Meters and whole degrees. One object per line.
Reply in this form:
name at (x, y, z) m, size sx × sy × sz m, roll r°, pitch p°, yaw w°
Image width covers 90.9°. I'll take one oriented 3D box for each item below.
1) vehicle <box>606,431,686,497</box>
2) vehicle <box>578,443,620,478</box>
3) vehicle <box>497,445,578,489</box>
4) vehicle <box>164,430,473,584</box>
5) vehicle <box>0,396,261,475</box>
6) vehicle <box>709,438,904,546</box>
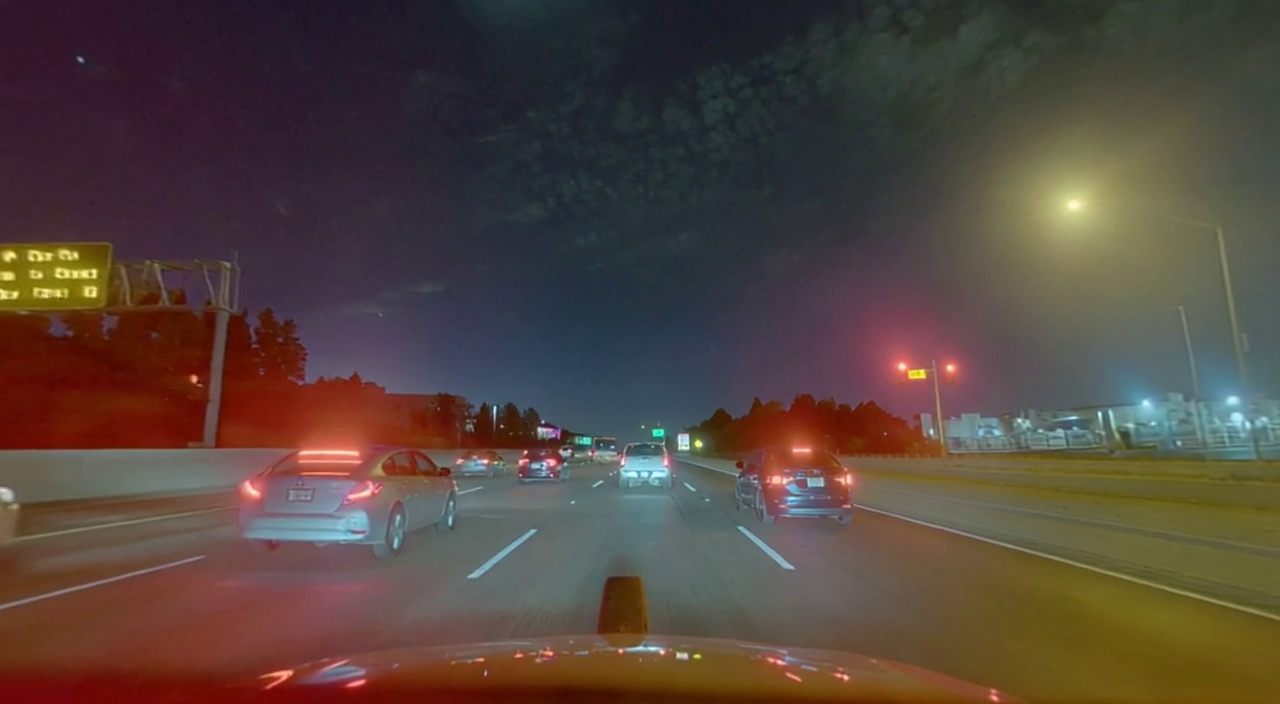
vehicle at (0.202, 3.345, 19.106) m, size 2.152 × 1.779 × 3.924 m, roll 0°, pitch -9°, yaw 1°
vehicle at (-2.121, 5.394, 31.575) m, size 1.937 × 1.601 × 3.798 m, roll 1°, pitch -9°, yaw -6°
vehicle at (-3.641, 4.174, 23.254) m, size 2.132 × 1.464 × 4.481 m, roll 0°, pitch -9°, yaw 2°
vehicle at (-3.751, 1.854, 8.387) m, size 1.883 × 1.500 × 4.161 m, roll 0°, pitch -9°, yaw 0°
vehicle at (-32.035, 5.476, 40.294) m, size 2.918 × 3.744 × 20.241 m, roll 0°, pitch -8°, yaw 1°
vehicle at (2.567, 2.288, 11.047) m, size 2.018 × 1.470 × 4.491 m, roll 0°, pitch -9°, yaw -2°
